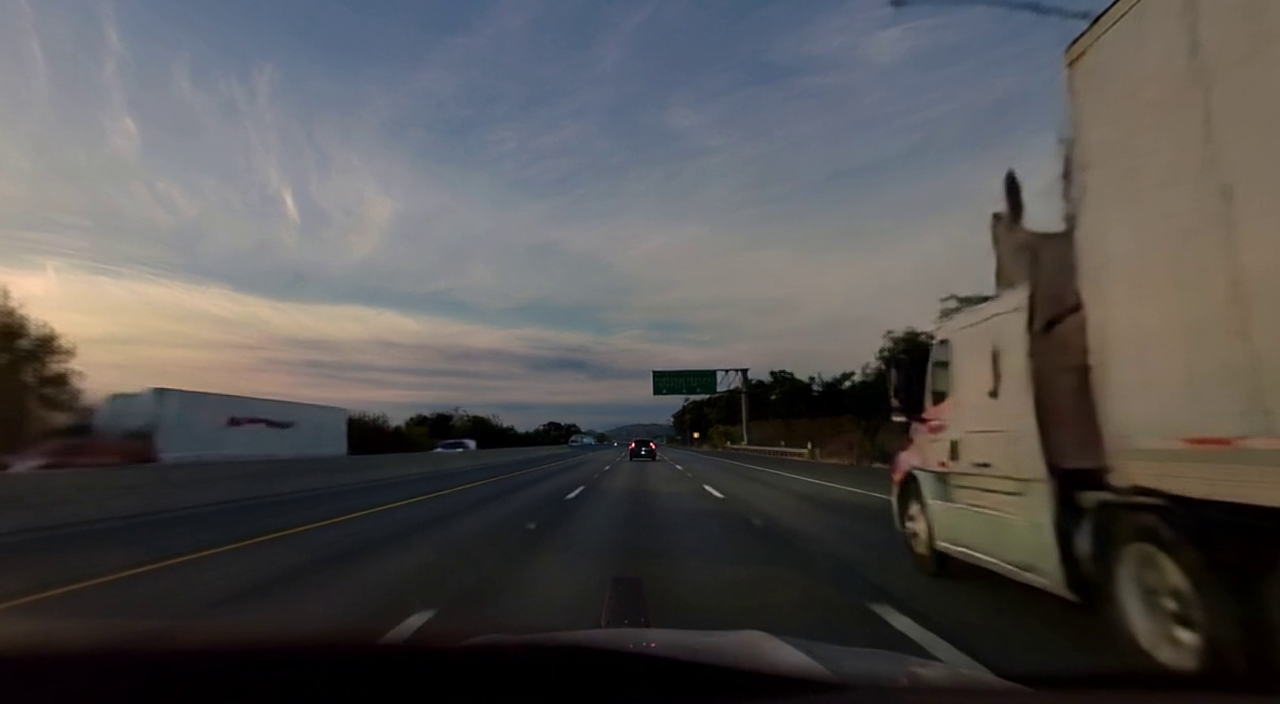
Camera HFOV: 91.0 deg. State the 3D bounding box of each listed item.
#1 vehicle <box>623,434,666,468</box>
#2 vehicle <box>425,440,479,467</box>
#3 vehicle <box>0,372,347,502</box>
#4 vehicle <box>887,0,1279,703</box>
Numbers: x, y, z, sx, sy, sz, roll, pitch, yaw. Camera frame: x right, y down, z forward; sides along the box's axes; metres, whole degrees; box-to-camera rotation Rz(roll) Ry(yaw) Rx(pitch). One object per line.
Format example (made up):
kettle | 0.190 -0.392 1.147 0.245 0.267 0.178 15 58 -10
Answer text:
vehicle | 0.238 5.082 32.529 2.111 1.635 4.177 0 -8 1
vehicle | -11.818 6.378 39.876 1.955 1.591 4.540 0 -8 0
vehicle | -18.473 3.800 27.885 2.986 3.991 16.790 0 -8 0
vehicle | 4.008 -0.400 2.896 2.976 4.118 6.324 0 -8 -1
